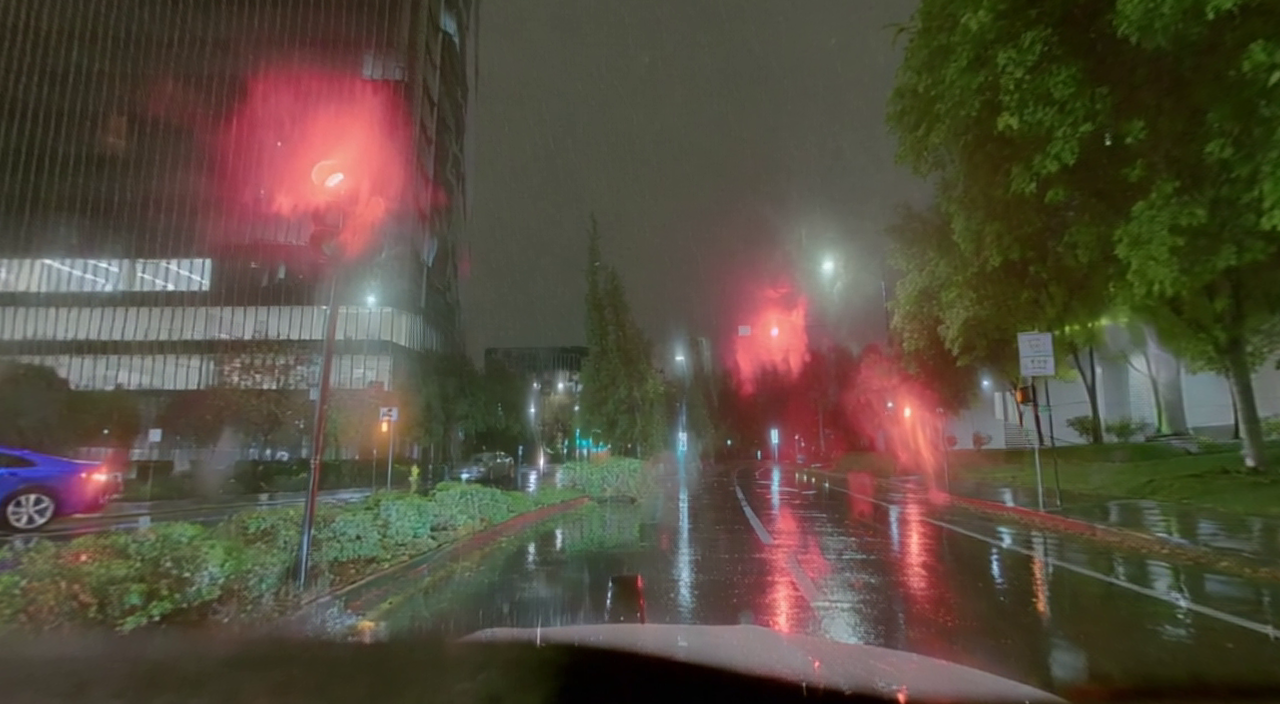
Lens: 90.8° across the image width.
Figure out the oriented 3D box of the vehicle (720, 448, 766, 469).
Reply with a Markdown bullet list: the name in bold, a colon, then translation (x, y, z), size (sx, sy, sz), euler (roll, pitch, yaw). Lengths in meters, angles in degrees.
- **vehicle**: translation (7.857, 8.120, 48.414), size (1.829, 1.440, 4.384), euler (2, -9, -14)

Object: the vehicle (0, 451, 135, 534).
- **vehicle**: translation (-12.859, 2.711, 12.268), size (4.598, 1.490, 1.816), euler (7, -11, -40)
